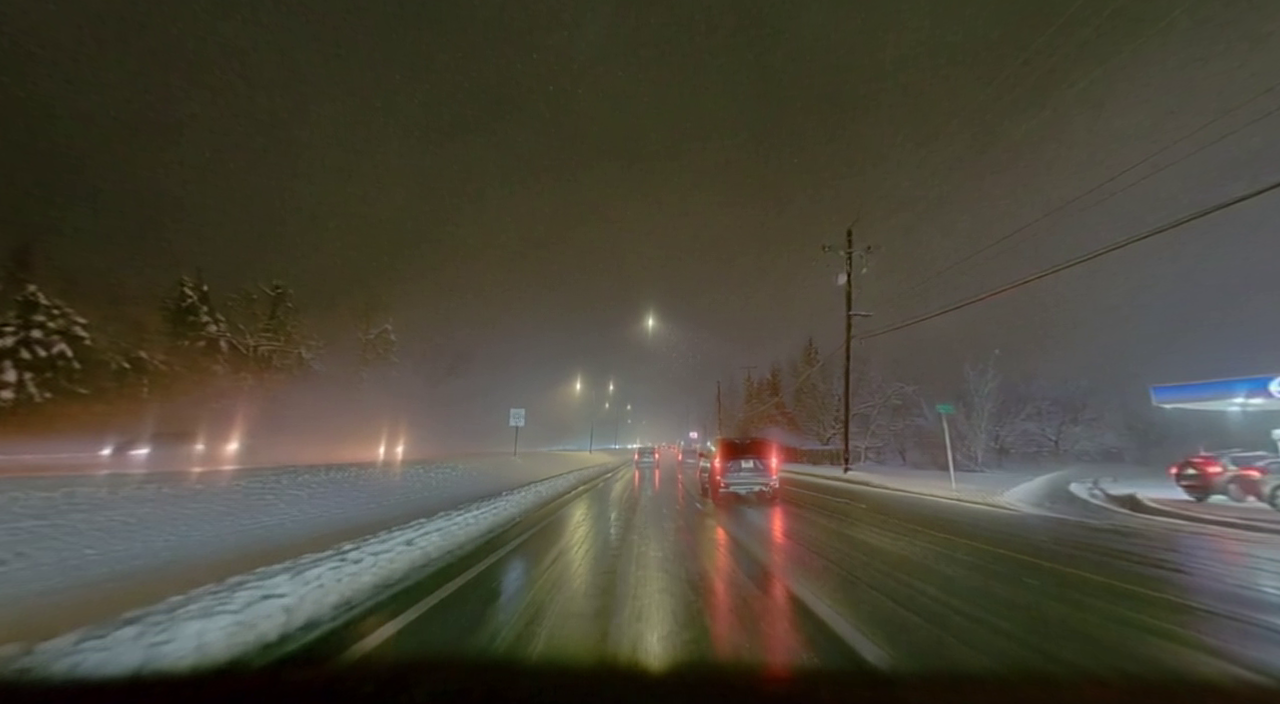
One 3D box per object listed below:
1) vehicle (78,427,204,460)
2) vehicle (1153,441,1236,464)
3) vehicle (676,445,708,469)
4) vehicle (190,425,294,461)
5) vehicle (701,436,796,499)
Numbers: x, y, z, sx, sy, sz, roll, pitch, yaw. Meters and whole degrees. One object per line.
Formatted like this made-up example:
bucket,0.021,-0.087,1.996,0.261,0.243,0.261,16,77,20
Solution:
vehicle,-23.401,4.338,29.830,2.036,1.459,4.574,-1,-8,3
vehicle,37.061,6.724,42.133,4.234,1.450,2.000,2,-9,-14
vehicle,3.694,7.510,45.237,2.012,1.612,4.114,0,-8,1
vehicle,-19.488,4.522,31.160,1.941,1.629,4.557,-1,-8,4
vehicle,3.329,3.648,20.414,2.184,1.777,4.712,0,-8,-1
